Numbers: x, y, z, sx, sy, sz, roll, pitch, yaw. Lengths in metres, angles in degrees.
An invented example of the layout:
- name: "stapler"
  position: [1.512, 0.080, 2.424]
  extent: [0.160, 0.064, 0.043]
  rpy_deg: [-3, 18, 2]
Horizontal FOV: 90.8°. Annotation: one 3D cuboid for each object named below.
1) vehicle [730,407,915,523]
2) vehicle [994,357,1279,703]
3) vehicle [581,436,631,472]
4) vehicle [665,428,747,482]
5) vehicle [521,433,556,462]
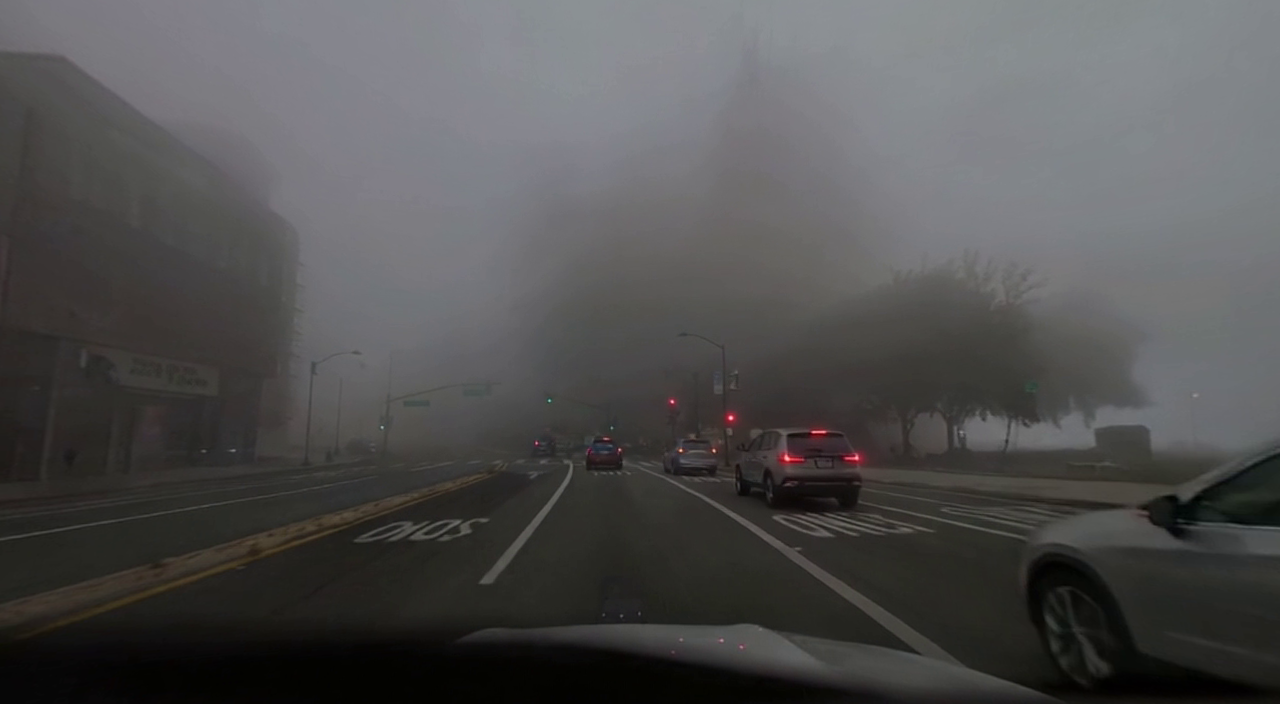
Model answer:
- name: "vehicle"
  position: [3.124, 2.074, 11.973]
  extent: [2.046, 1.768, 4.370]
  rpy_deg: [0, -9, -2]
- name: "vehicle"
  position: [3.254, 0.780, 1.922]
  extent: [1.966, 1.596, 3.980]
  rpy_deg: [0, -8, -1]
- name: "vehicle"
  position: [-1.641, 4.660, 29.017]
  extent: [2.068, 1.512, 3.987]
  rpy_deg: [1, -9, -6]
- name: "vehicle"
  position: [2.282, 3.732, 23.270]
  extent: [2.216, 1.750, 4.520]
  rpy_deg: [0, -8, -4]
- name: "vehicle"
  position: [-7.725, 7.204, 48.170]
  extent: [2.462, 2.079, 5.117]
  rpy_deg: [1, -8, -10]
